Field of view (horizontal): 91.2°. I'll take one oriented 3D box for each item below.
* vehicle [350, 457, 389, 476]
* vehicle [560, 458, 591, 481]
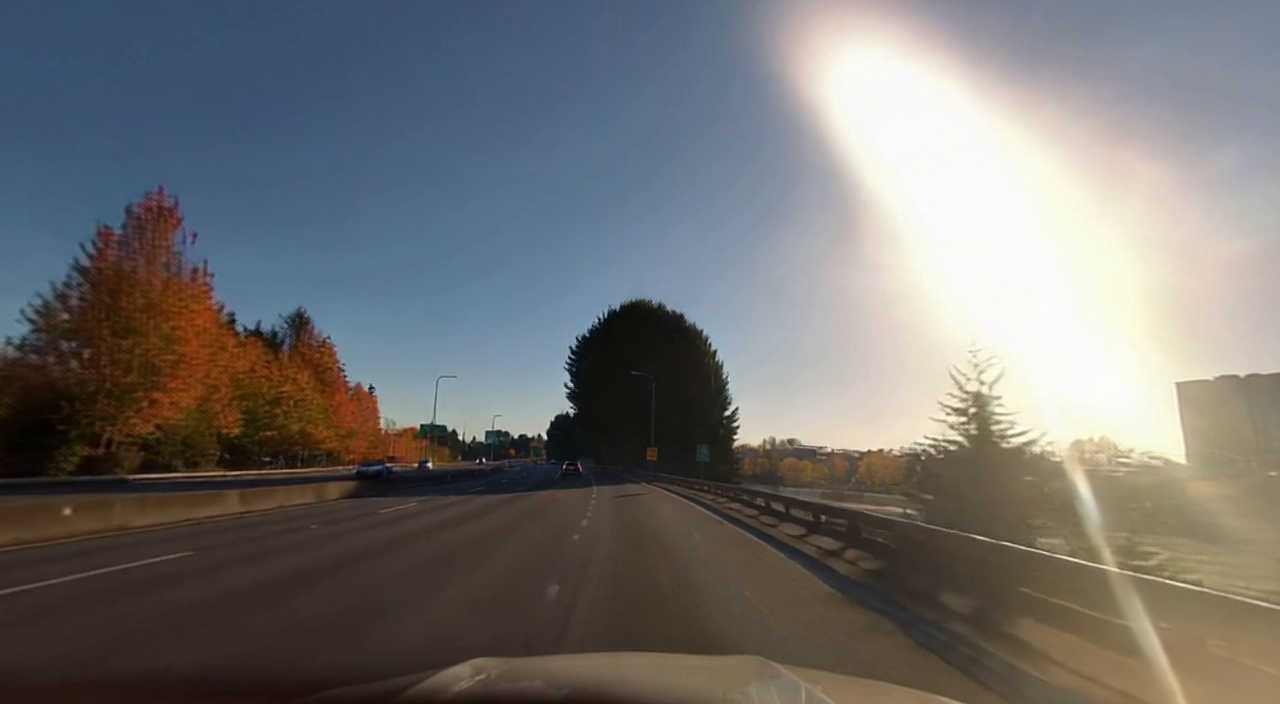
[{"bbox_3d":[-21.129,8.945,49.080,1.748,1.391,3.284,2,-8,-5],"label":"vehicle"},{"bbox_3d":[-4.944,9.033,48.338,2.248,1.619,3.848,0,-9,-4],"label":"vehicle"}]
